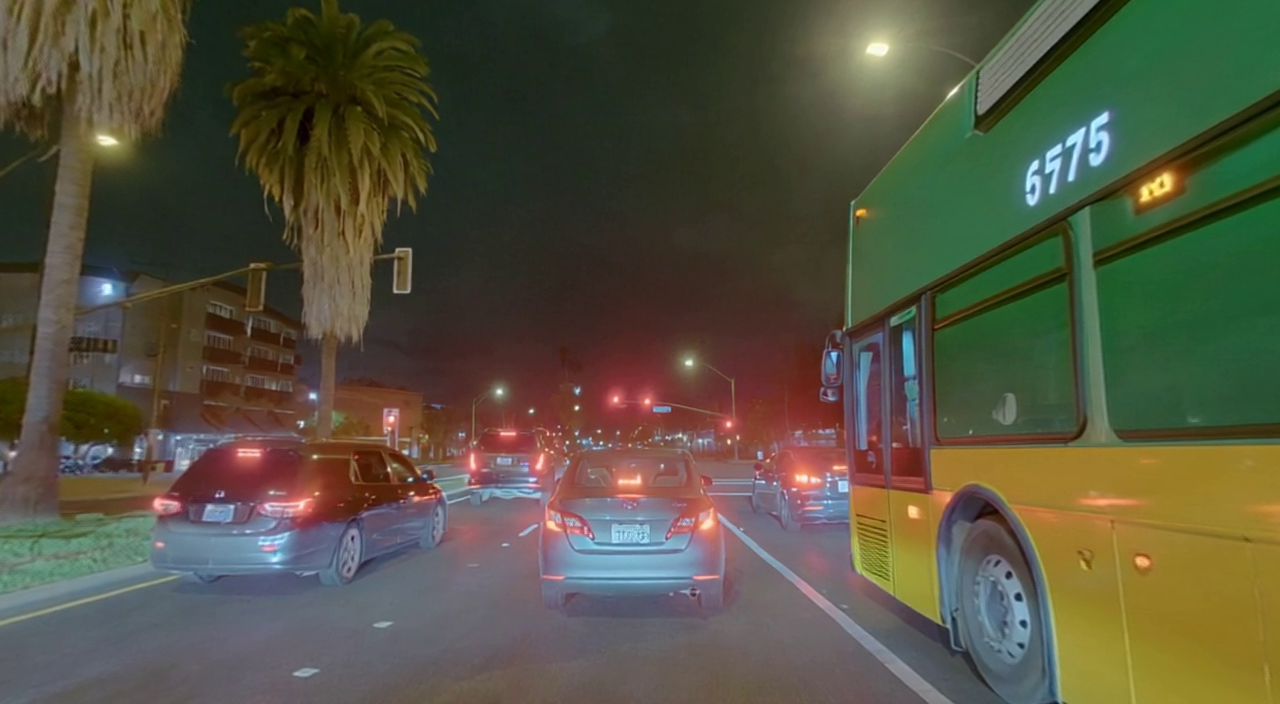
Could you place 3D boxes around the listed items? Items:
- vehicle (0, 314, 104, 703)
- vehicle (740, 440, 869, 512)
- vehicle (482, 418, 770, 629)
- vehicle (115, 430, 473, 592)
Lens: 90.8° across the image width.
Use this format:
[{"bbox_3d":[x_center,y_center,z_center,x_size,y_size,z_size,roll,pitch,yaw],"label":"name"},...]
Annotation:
[{"bbox_3d":[-3.569,0.465,0.291,2.145,1.824,4.974,0,-9,2],"label":"vehicle"},{"bbox_3d":[3.730,2.886,15.247,1.989,1.467,4.364,0,-9,1],"label":"vehicle"},{"bbox_3d":[-0.109,1.523,6.518,2.060,1.499,3.831,0,-9,0],"label":"vehicle"},{"bbox_3d":[-3.620,1.722,7.719,1.919,1.415,4.178,0,-9,1],"label":"vehicle"}]
